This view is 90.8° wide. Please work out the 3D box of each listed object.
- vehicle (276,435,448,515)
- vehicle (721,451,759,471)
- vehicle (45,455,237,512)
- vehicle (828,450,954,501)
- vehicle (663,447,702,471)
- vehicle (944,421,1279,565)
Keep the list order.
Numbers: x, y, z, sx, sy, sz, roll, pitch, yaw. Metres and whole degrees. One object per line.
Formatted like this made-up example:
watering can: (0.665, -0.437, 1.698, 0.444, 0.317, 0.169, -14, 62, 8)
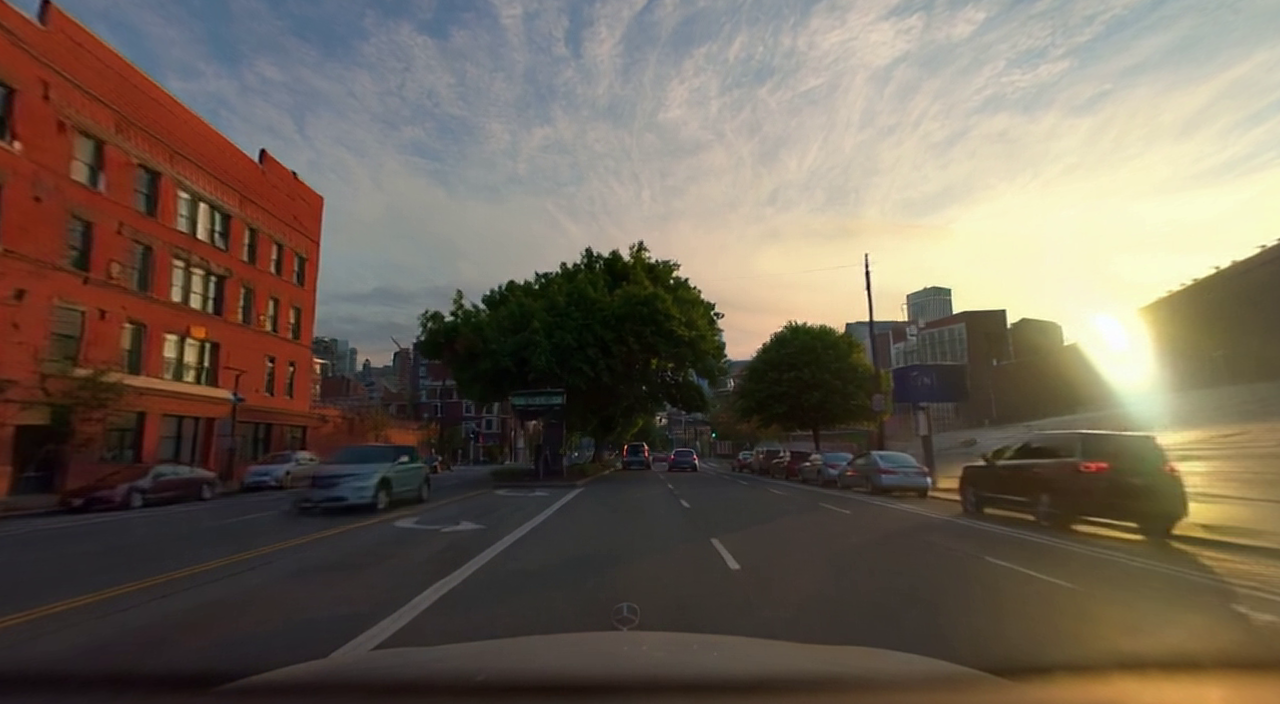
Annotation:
vehicle: (-6.331, 2.834, 15.103, 2.048, 1.615, 4.453, 0, -8, 0)
vehicle: (7.828, 8.572, 49.942, 2.054, 1.455, 4.786, 0, -9, -2)
vehicle: (-14.929, 3.909, 19.354, 1.953, 1.456, 4.690, 0, -9, 2)
vehicle: (7.965, 3.944, 20.690, 2.030, 1.444, 4.832, 0, -9, -2)
vehicle: (2.796, 7.154, 42.616, 2.238, 1.499, 4.964, 0, -8, -1)
vehicle: (7.971, 2.365, 11.437, 2.305, 1.984, 5.002, 0, -9, -1)
